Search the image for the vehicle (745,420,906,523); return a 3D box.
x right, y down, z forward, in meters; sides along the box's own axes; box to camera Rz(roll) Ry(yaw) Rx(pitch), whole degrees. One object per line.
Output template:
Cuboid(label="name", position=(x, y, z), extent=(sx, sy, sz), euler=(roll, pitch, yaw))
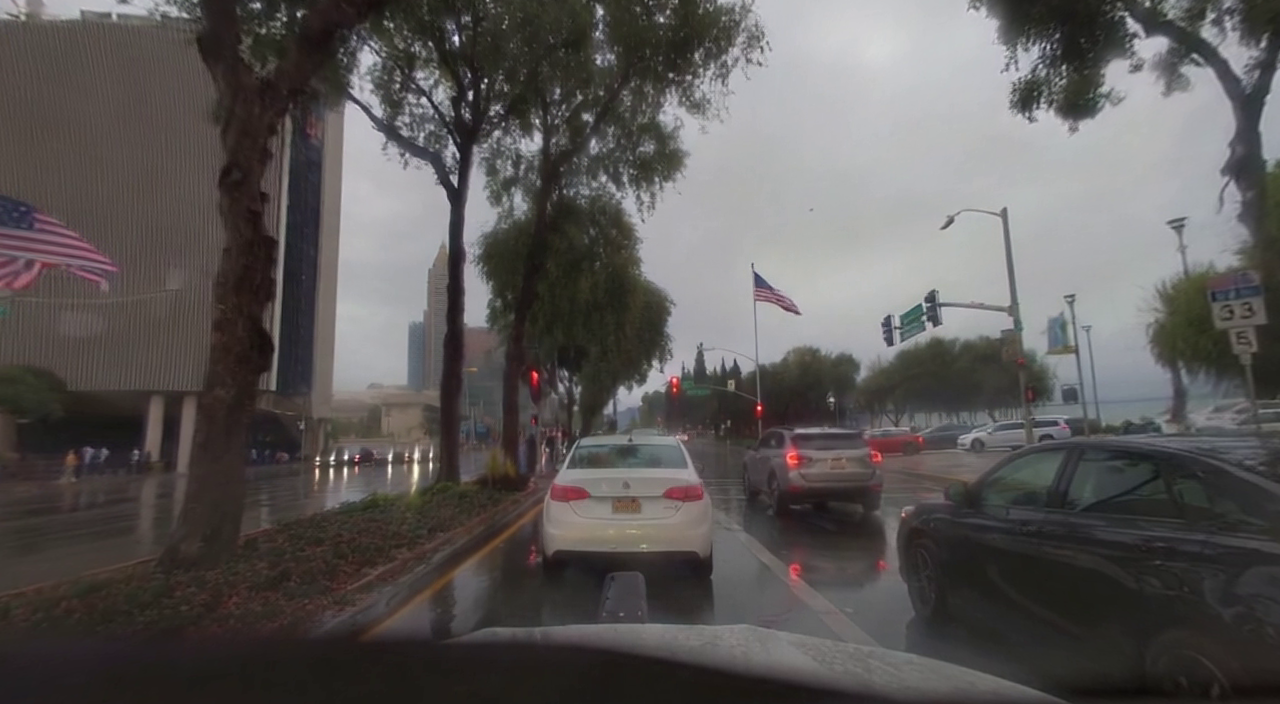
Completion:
Cuboid(label="vehicle", position=(3.539, 2.381, 13.108), extent=(1.978, 1.738, 4.599), euler=(0, -8, 1))

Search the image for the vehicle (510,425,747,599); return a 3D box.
Cuboid(label="vehicle", position=(-0.116, 1.699, 7.546), extent=(2.096, 1.521, 3.747), euler=(0, -8, 0))

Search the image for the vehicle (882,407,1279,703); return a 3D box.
Cuboid(label="vehicle", position=(3.374, 1.203, 4.148), extent=(1.833, 1.465, 4.258), euler=(0, -8, -1))
